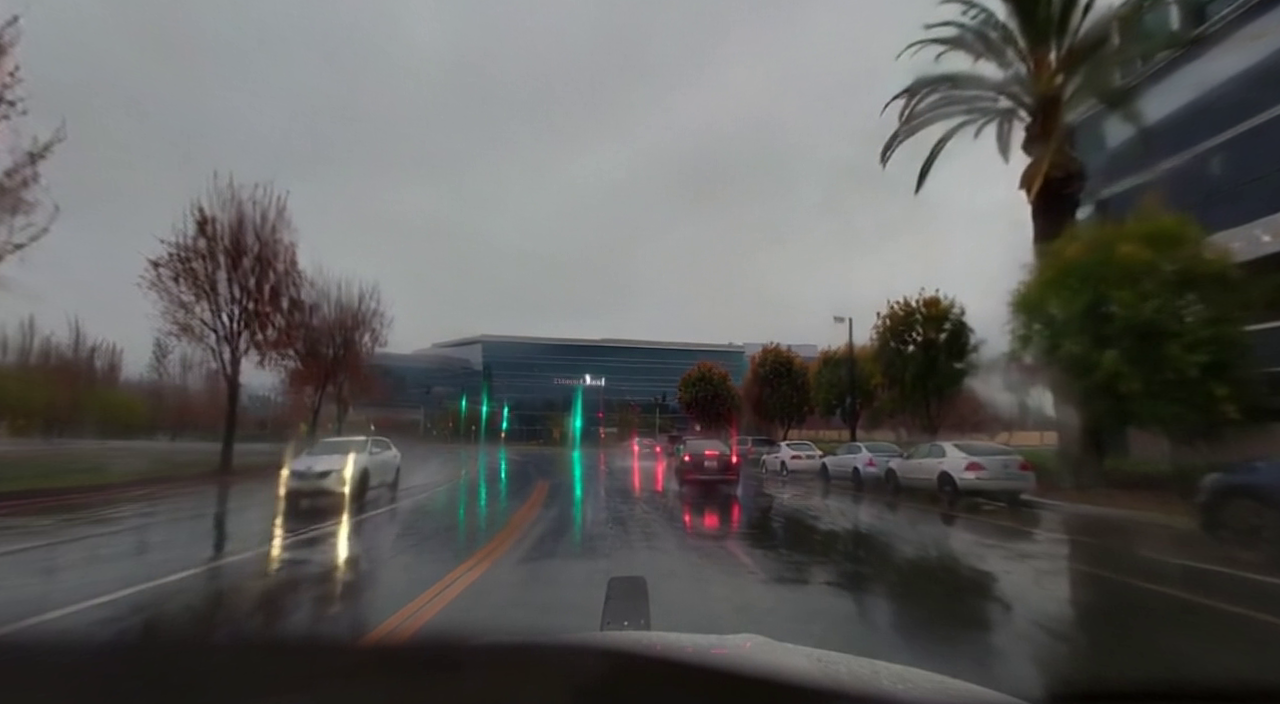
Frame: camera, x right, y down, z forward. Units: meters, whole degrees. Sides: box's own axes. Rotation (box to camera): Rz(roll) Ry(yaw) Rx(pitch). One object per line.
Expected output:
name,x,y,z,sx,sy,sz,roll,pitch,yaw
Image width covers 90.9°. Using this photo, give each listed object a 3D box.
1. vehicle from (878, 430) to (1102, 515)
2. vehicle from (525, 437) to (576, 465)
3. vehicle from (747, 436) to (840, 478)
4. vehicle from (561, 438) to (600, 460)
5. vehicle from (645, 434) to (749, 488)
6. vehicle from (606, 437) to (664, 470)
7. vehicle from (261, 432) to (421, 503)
vehicle,7.143,2.497,13.590,1.890,1.488,4.567,1,-8,-5
vehicle,-5.414,5.881,37.608,2.308,1.535,4.811,2,-9,-16
vehicle,5.803,4.031,24.408,1.820,1.450,4.408,2,-9,-10
vehicle,-4.318,6.953,45.150,1.957,1.463,4.701,2,-9,-15
vehicle,1.619,3.363,19.744,2.280,1.472,4.426,1,-9,-8
vehicle,-0.325,4.981,31.193,1.984,1.476,4.488,2,-9,-12
vehicle,-7.239,2.822,15.885,2.325,1.509,4.340,1,-9,-7
